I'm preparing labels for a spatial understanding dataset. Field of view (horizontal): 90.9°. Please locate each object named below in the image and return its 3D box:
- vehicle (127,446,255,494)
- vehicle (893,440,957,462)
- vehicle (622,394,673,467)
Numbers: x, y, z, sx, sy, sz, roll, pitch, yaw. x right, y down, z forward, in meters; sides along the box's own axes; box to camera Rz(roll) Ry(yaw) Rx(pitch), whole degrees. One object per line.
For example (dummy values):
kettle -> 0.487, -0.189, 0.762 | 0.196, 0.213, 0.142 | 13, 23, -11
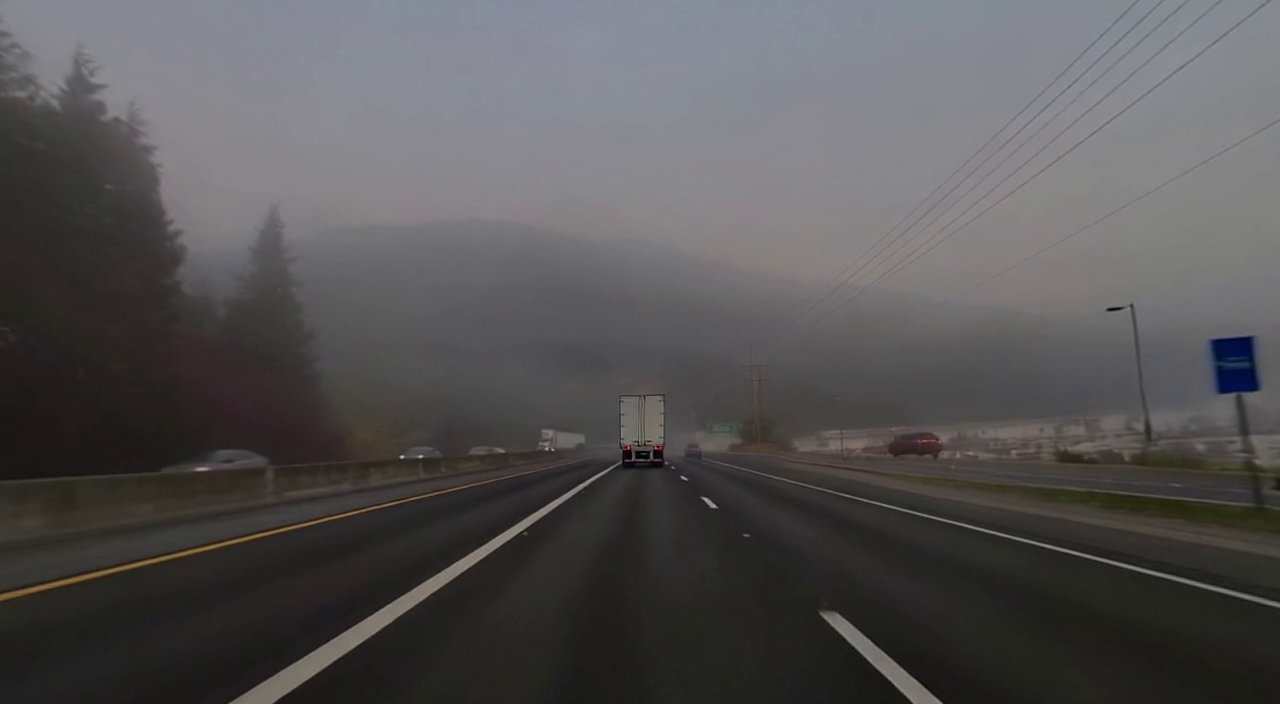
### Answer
vehicle -> -20.040, 5.229, 28.491 | 2.111, 1.965, 4.954 | 0, -8, 0
vehicle -> 20.998, 7.316, 46.667 | 2.037, 1.564, 4.905 | 1, -9, -6
vehicle -> 0.367, 5.323, 41.789 | 2.919, 4.101, 11.541 | 0, -8, -1
